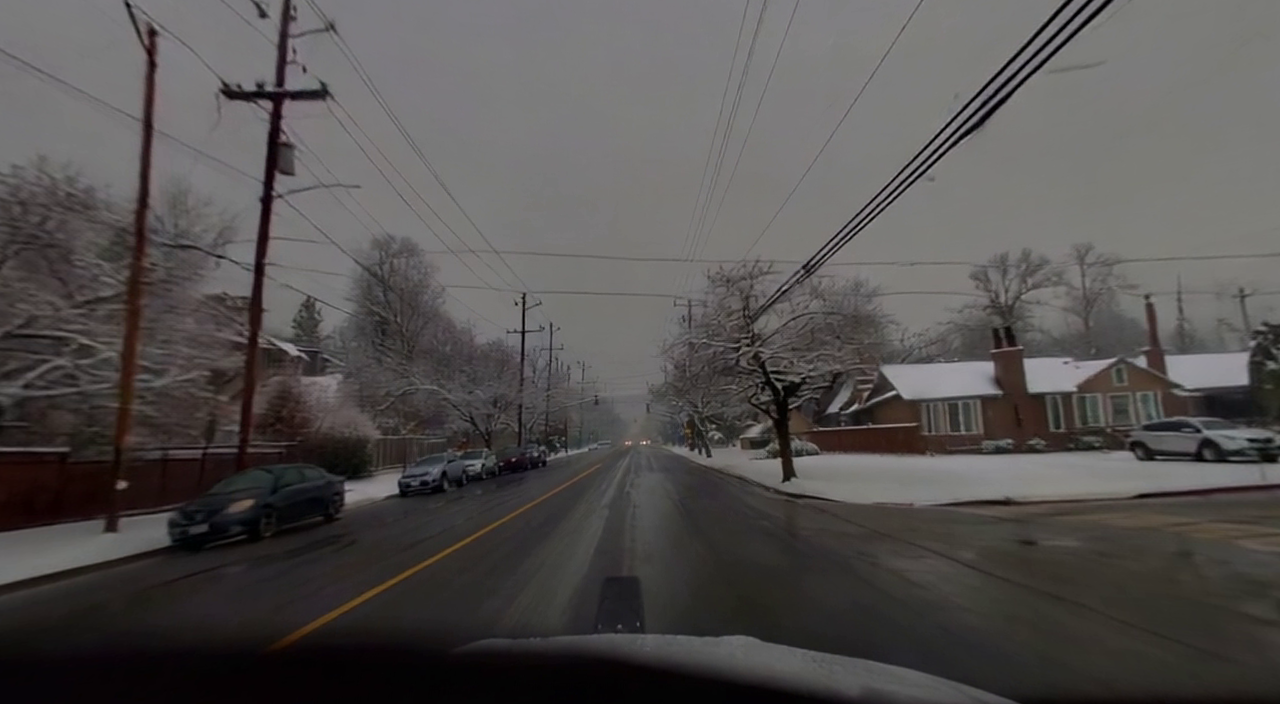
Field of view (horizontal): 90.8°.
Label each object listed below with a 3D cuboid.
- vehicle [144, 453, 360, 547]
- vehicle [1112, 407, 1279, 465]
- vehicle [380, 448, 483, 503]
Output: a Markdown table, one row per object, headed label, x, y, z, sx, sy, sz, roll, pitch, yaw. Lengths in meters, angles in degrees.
| label | x | y | z | sx | sy | sz | roll | pitch | yaw |
| --- | --- | --- | --- | --- | --- | --- | --- | --- | --- |
| vehicle | -7.512 | 2.850 | 12.787 | 1.949 | 1.512 | 3.818 | 0 | -8 | -1 |
| vehicle | 17.369 | 2.544 | 19.308 | 1.883 | 1.498 | 5.152 | -2 | -7 | 0 |
| vehicle | -7.364 | 4.349 | 22.832 | 1.839 | 1.494 | 4.757 | -8 | -9 | 2 |
